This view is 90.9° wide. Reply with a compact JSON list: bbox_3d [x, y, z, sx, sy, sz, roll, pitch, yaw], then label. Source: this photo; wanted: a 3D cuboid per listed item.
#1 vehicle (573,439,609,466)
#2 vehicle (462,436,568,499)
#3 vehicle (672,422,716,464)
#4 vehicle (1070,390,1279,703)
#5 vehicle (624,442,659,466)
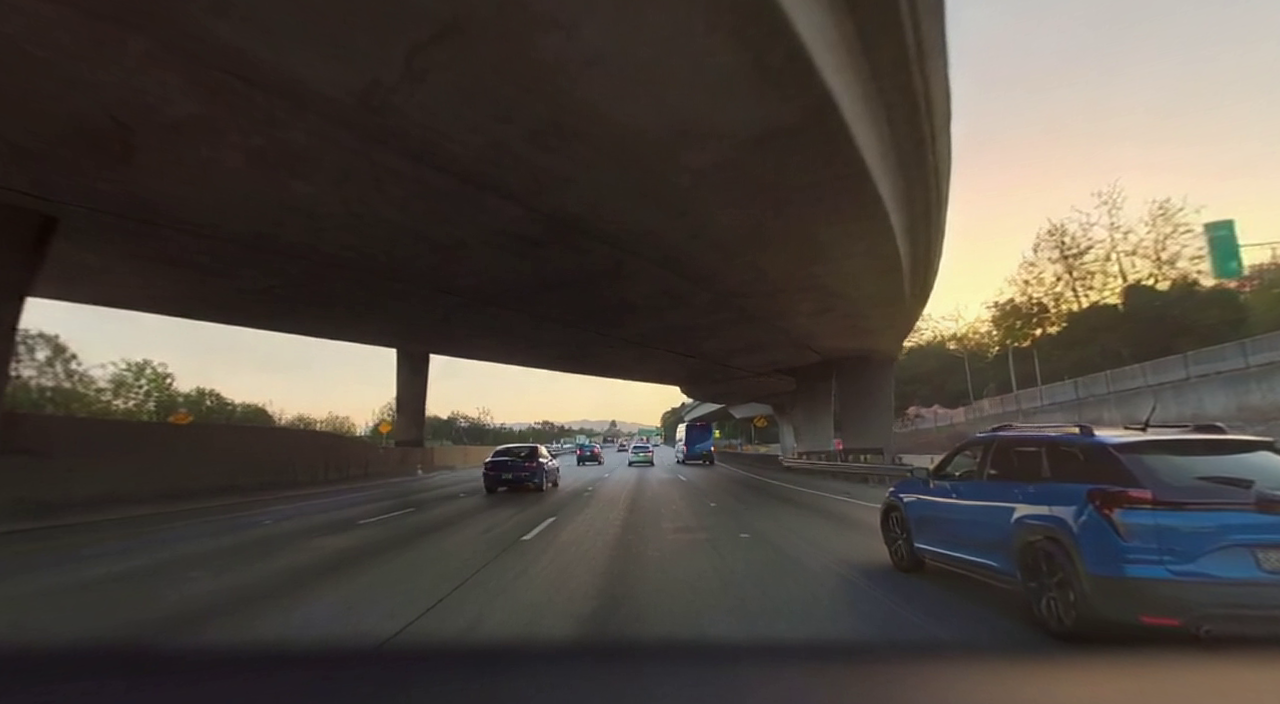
[{"bbox_3d":[-3.309,6.860,43.296,2.078,1.706,4.298,0,-8,1],"label":"vehicle"},{"bbox_3d":[-3.375,3.210,17.888,2.137,1.562,3.926,0,-8,1],"label":"vehicle"},{"bbox_3d":[3.809,6.620,45.809,2.436,2.745,6.607,0,-8,-1],"label":"vehicle"},{"bbox_3d":[3.886,0.806,1.829,2.085,1.558,4.466,0,-8,0],"label":"vehicle"},{"bbox_3d":[0.064,6.641,41.213,2.174,1.467,4.005,0,-8,0],"label":"vehicle"}]
